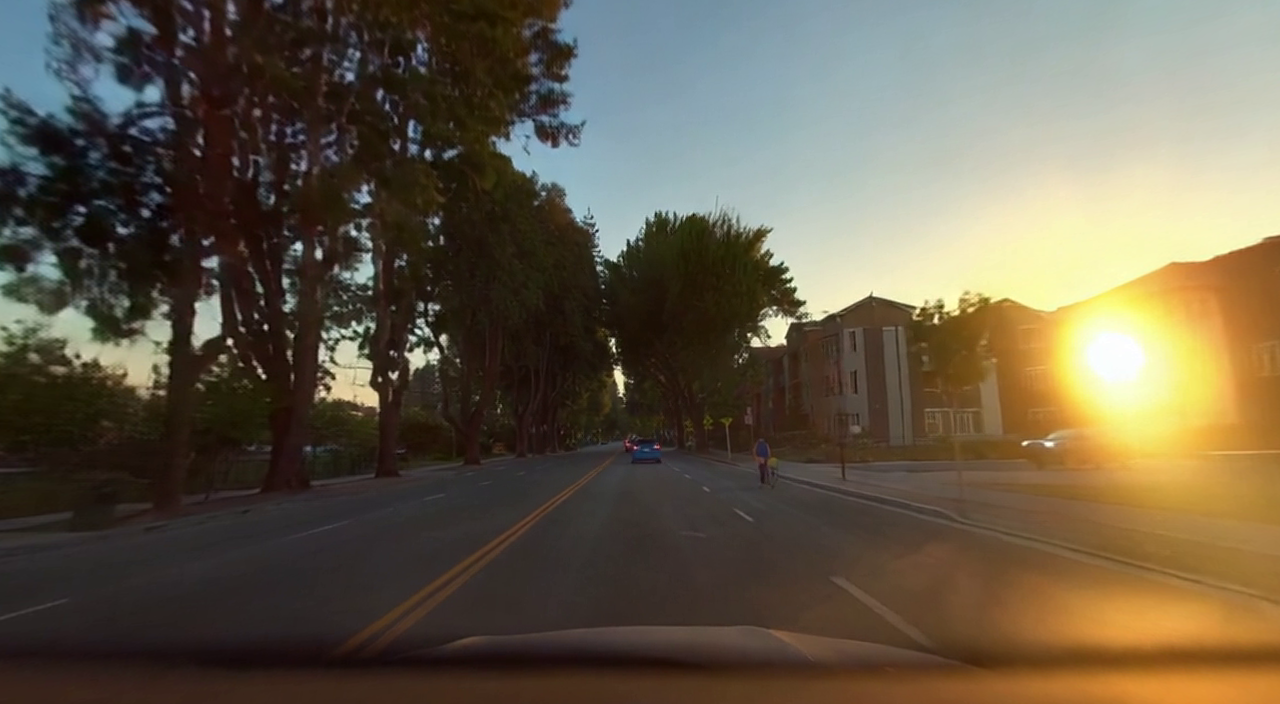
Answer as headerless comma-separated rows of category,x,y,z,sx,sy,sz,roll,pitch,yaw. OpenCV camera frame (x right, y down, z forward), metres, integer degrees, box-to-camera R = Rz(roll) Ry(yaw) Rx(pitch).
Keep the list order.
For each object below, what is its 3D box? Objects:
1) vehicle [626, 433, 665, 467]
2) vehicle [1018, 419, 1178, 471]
vehicle,0.274,5.293,34.119,1.981,1.703,3.691,0,-8,0
vehicle,17.204,3.526,23.855,4.237,1.819,2.245,0,-9,0
